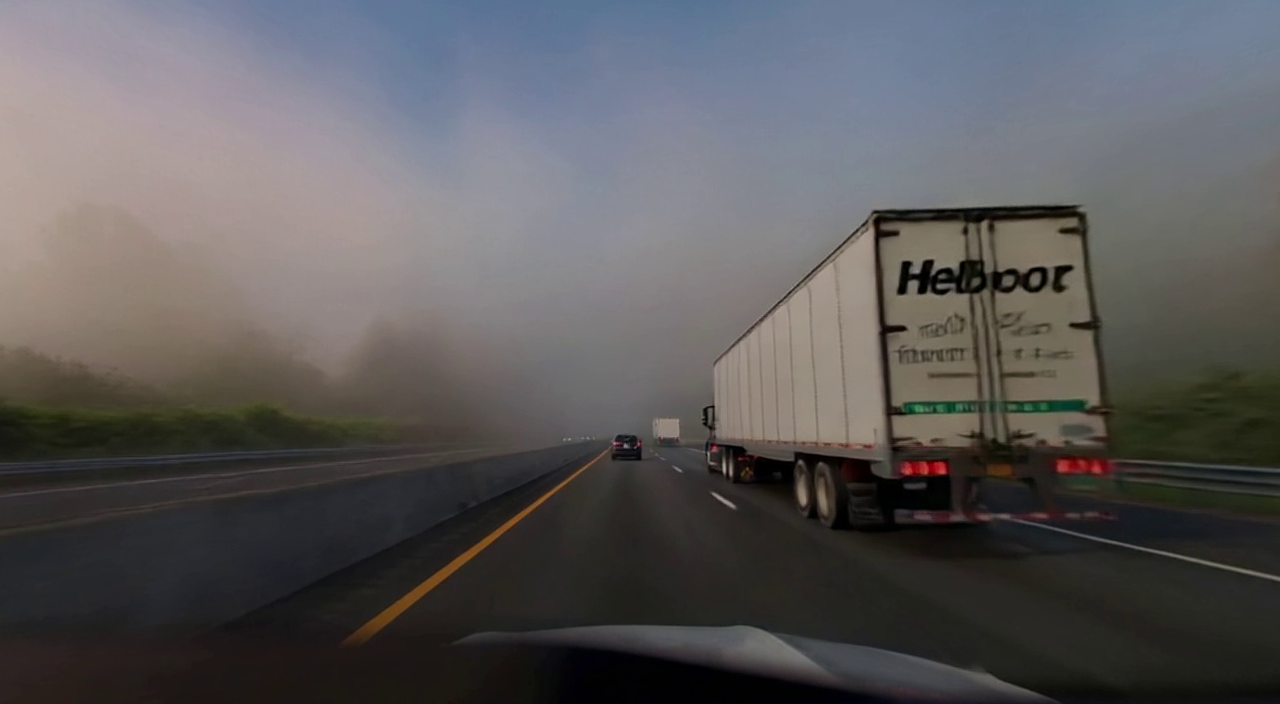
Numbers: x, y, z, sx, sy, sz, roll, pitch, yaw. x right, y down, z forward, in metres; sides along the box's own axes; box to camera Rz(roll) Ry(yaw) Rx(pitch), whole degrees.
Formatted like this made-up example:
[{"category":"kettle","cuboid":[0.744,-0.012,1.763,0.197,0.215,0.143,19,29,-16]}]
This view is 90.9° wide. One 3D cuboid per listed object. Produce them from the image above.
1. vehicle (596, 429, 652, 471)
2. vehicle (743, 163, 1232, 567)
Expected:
[{"category":"vehicle","cuboid":[-0.631,3.931,25.638,2.095,1.557,3.963,0,-8,-1]},{"category":"vehicle","cuboid":[4.167,0.694,11.148,2.853,4.038,9.832,0,-8,-1]}]
